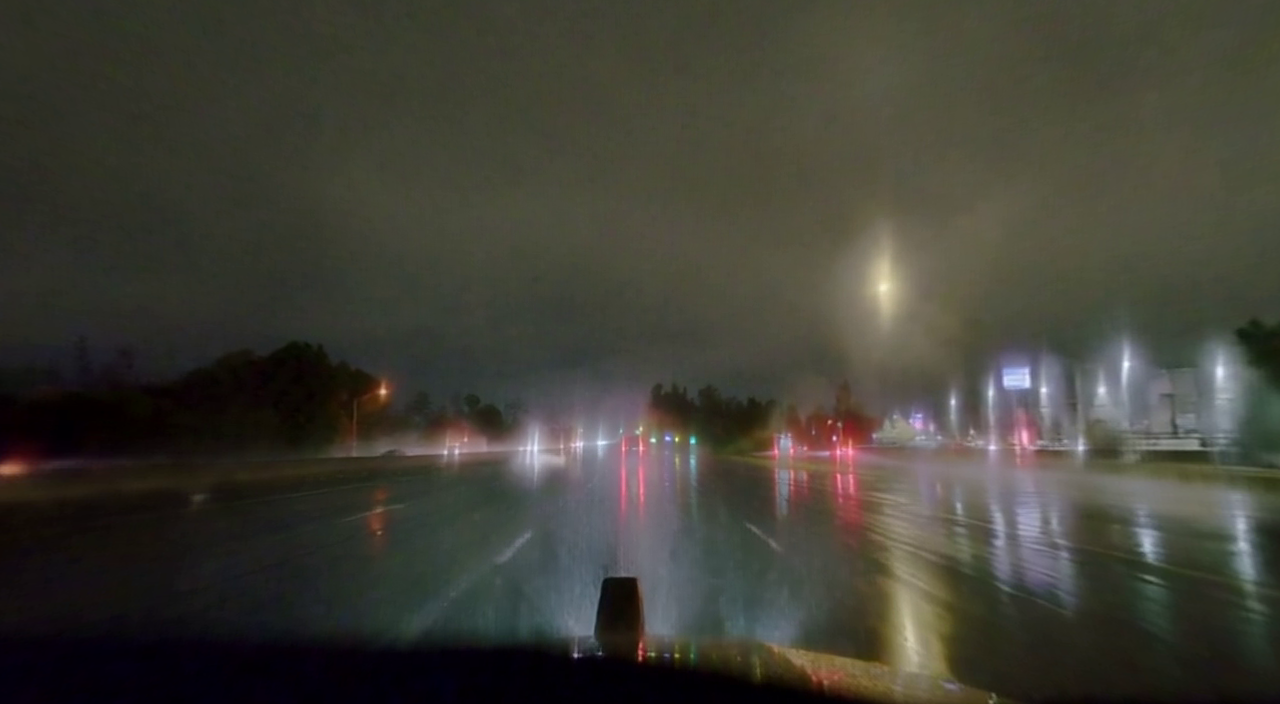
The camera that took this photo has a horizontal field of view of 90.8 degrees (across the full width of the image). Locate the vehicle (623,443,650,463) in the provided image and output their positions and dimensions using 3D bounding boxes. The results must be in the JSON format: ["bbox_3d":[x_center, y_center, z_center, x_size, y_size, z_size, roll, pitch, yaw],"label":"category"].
[{"bbox_3d":[-0.292,7.778,48.592,2.025,1.460,4.189,0,-8,-1],"label":"vehicle"}]
